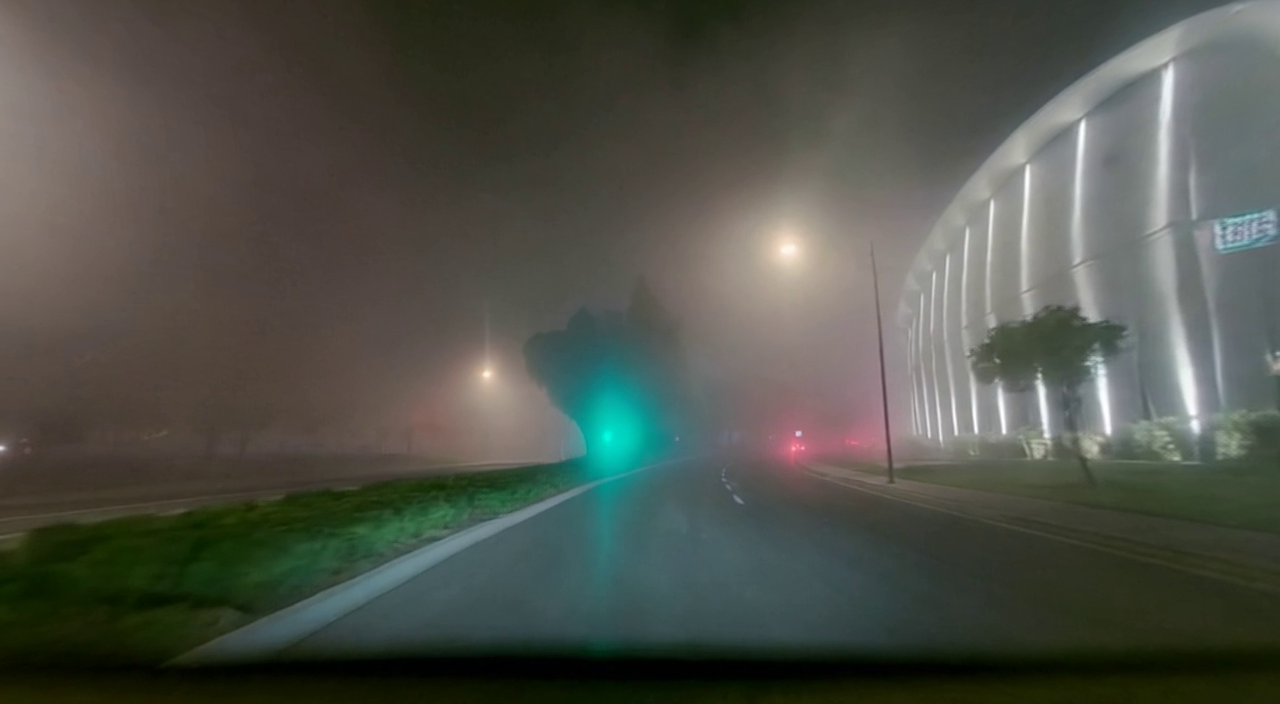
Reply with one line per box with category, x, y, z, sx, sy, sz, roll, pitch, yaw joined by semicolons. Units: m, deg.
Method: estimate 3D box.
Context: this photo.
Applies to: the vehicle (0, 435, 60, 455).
vehicle;-44.992;6.755;45.799;3.683;1.426;1.810;0;-9;-2
